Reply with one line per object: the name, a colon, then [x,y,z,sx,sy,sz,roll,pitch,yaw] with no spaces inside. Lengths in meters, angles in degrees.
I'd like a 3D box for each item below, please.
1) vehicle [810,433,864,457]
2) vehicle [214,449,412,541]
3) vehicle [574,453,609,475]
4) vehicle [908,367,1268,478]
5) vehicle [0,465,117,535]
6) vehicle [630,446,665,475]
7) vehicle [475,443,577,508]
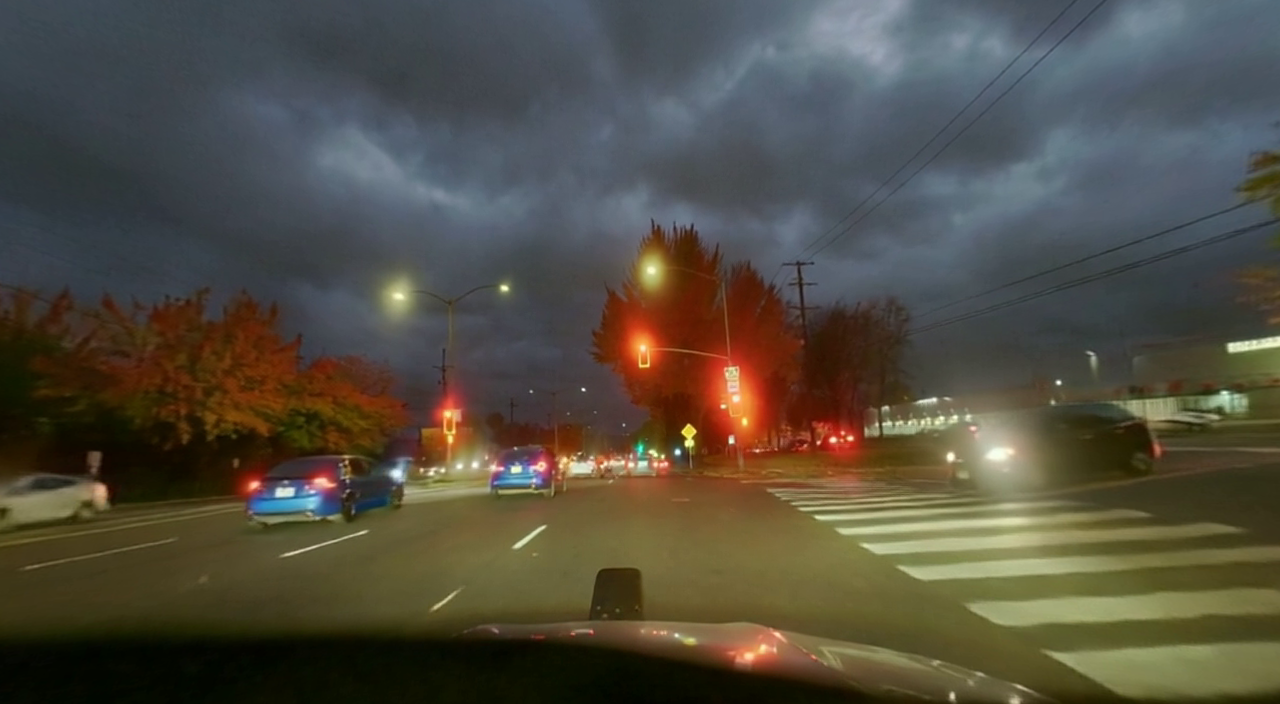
vehicle: [15.032,7.162,48.272,1.826,1.474,4.254,-1,-11,-14]
vehicle: [-6.717,2.918,13.596,1.932,1.596,4.247,0,-8,1]
vehicle: [-3.513,8.195,46.242,2.068,1.482,4.490,0,-8,2]
vehicle: [9.959,1.671,14.444,6.464,2.280,2.483,1,-8,-4]
vehicle: [-19.194,4.476,19.304,2.031,1.818,4.887,0,-8,0]
vehicle: [0.427,7.006,40.872,2.144,1.704,4.028,0,-8,-1]
vehicle: [-3.211,3.548,18.730,2.085,1.663,4.513,0,-8,1]
